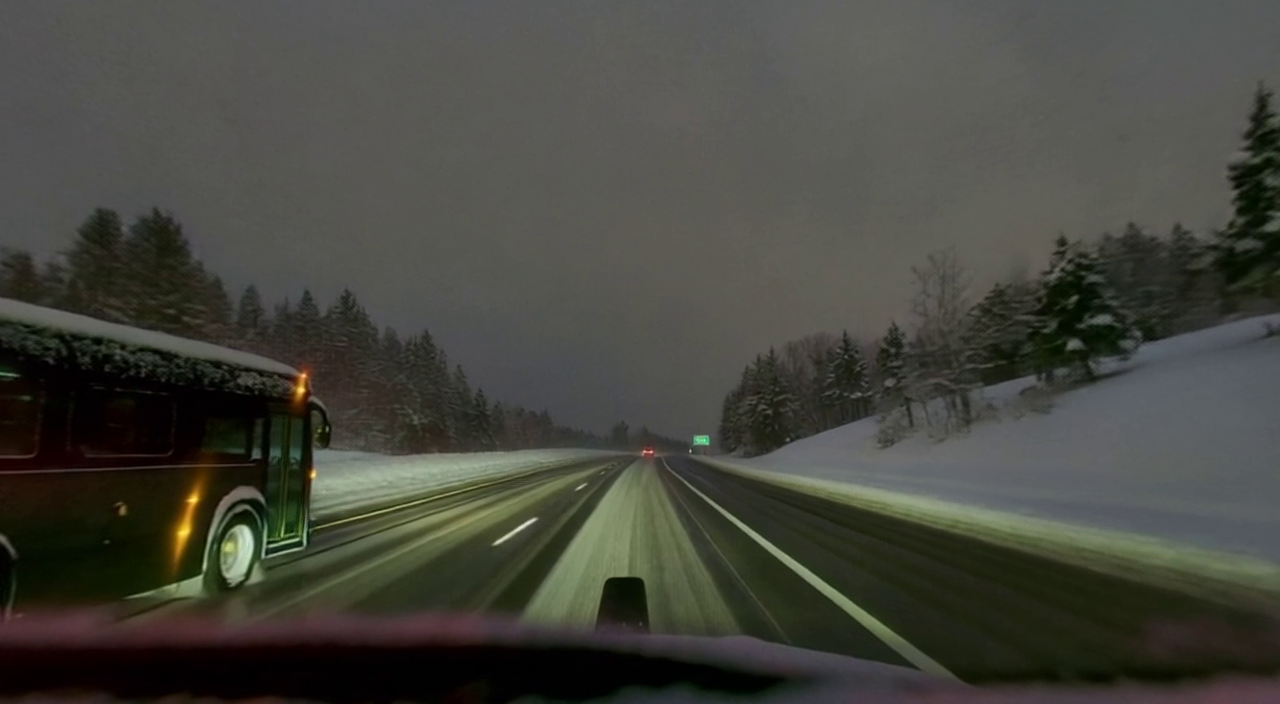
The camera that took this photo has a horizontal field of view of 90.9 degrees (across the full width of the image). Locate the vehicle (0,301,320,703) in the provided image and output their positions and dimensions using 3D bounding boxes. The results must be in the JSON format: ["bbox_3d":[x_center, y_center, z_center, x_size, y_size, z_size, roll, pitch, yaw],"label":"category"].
[{"bbox_3d":[-4.129,0.800,3.248,2.127,1.985,5.205,-1,-8,1],"label":"vehicle"}]
